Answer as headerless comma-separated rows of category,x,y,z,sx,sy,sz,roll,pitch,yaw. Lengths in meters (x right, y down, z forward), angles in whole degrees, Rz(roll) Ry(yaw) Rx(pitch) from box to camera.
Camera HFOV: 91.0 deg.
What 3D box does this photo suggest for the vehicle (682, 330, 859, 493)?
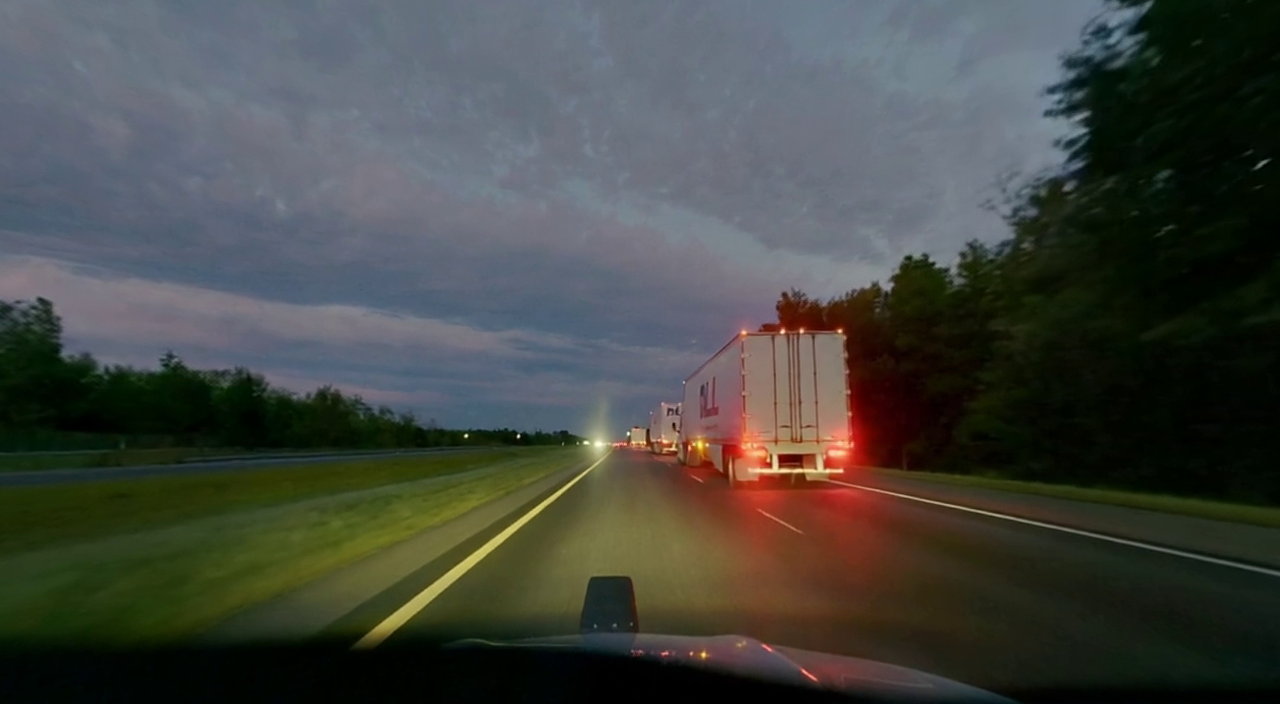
vehicle,3.700,2.474,22.945,2.863,4.031,14.678,0,-8,-2
